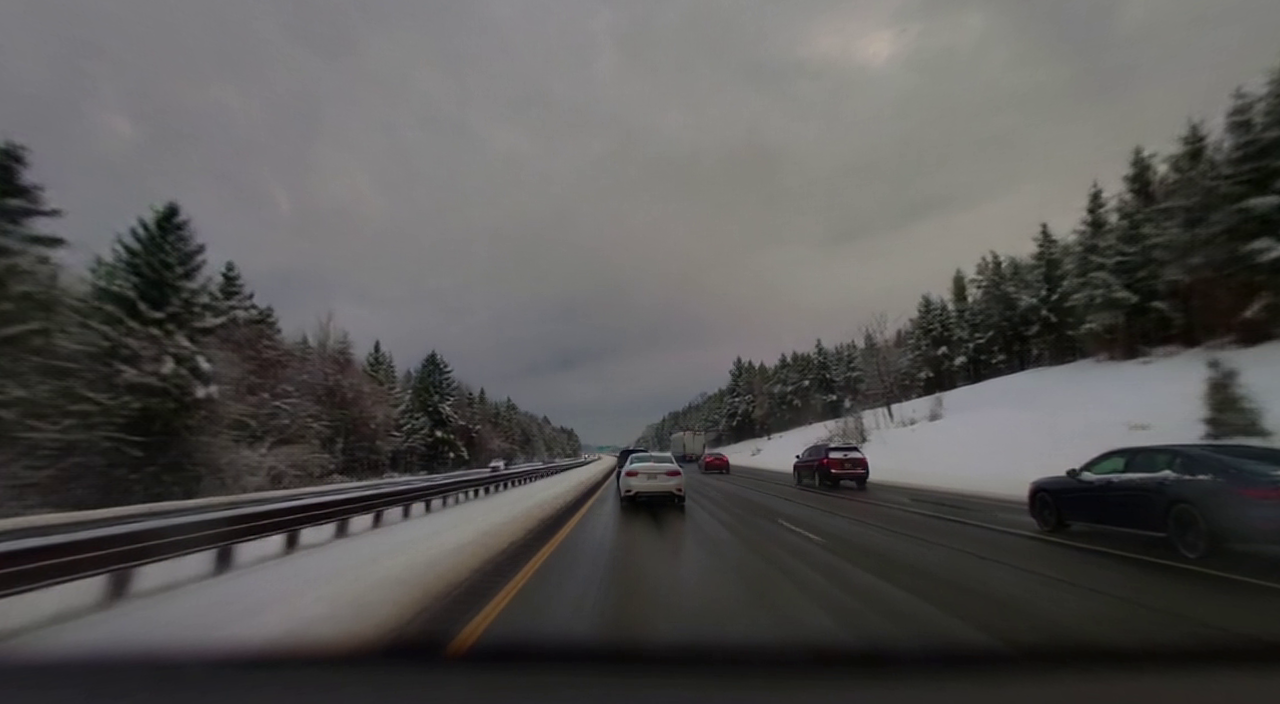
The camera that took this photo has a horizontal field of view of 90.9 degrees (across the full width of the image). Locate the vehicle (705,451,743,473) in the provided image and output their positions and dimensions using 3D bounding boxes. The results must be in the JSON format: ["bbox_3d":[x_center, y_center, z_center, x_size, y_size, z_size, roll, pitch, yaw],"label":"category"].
[{"bbox_3d":[5.945,7.827,45.101,1.921,1.451,3.841,0,-9,-3],"label":"vehicle"}]

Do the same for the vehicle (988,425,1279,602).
[{"bbox_3d":[6.293,1.695,7.450,1.965,1.484,4.090,0,-9,0],"label":"vehicle"}]

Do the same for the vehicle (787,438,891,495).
[{"bbox_3d":[6.505,3.788,21.161,1.980,1.702,4.235,0,-9,-2],"label":"vehicle"}]

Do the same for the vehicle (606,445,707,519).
[{"bbox_3d":[0.299,2.986,14.952,2.076,1.485,3.774,0,-9,-1],"label":"vehicle"}]
